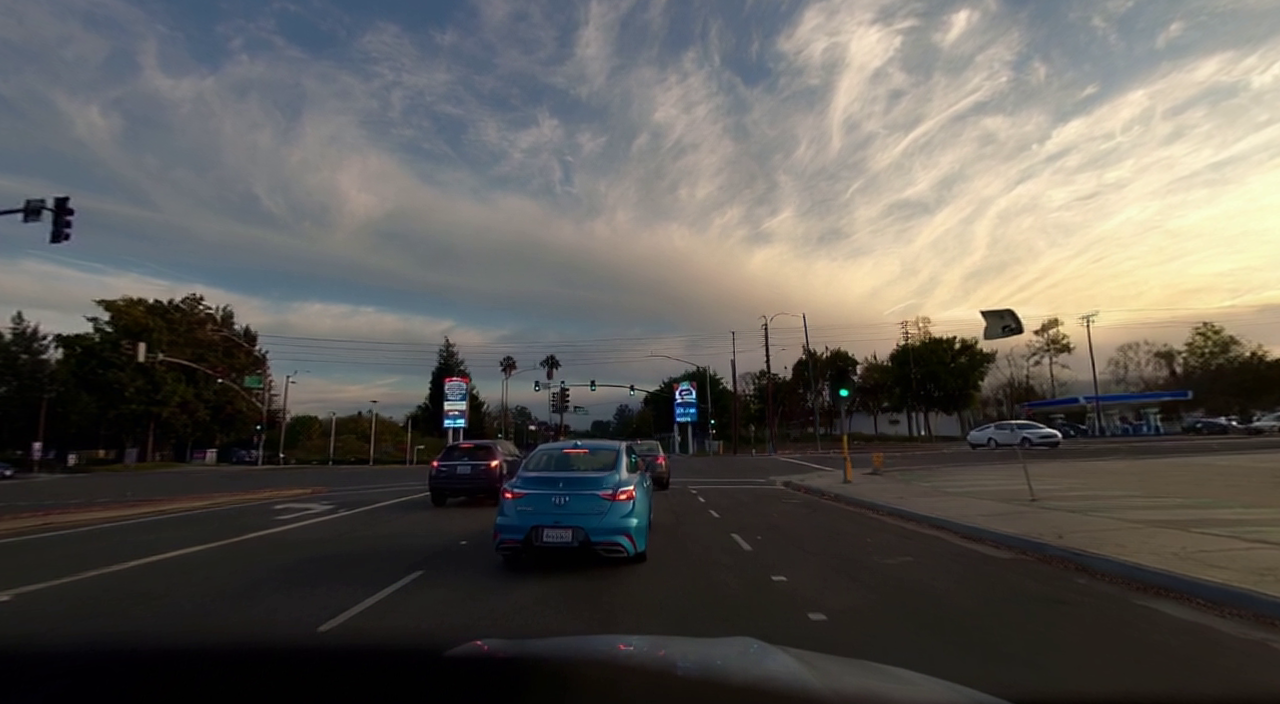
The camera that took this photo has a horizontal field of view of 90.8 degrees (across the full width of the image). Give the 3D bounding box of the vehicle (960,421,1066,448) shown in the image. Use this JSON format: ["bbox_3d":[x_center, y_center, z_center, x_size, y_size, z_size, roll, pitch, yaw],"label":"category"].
[{"bbox_3d":[21.802,4.861,37.044,4.874,1.502,2.048,0,-8,1],"label":"vehicle"}]

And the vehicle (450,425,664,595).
[{"bbox_3d":[-0.669,1.751,7.962,1.916,1.510,4.447,0,-8,2],"label":"vehicle"}]
